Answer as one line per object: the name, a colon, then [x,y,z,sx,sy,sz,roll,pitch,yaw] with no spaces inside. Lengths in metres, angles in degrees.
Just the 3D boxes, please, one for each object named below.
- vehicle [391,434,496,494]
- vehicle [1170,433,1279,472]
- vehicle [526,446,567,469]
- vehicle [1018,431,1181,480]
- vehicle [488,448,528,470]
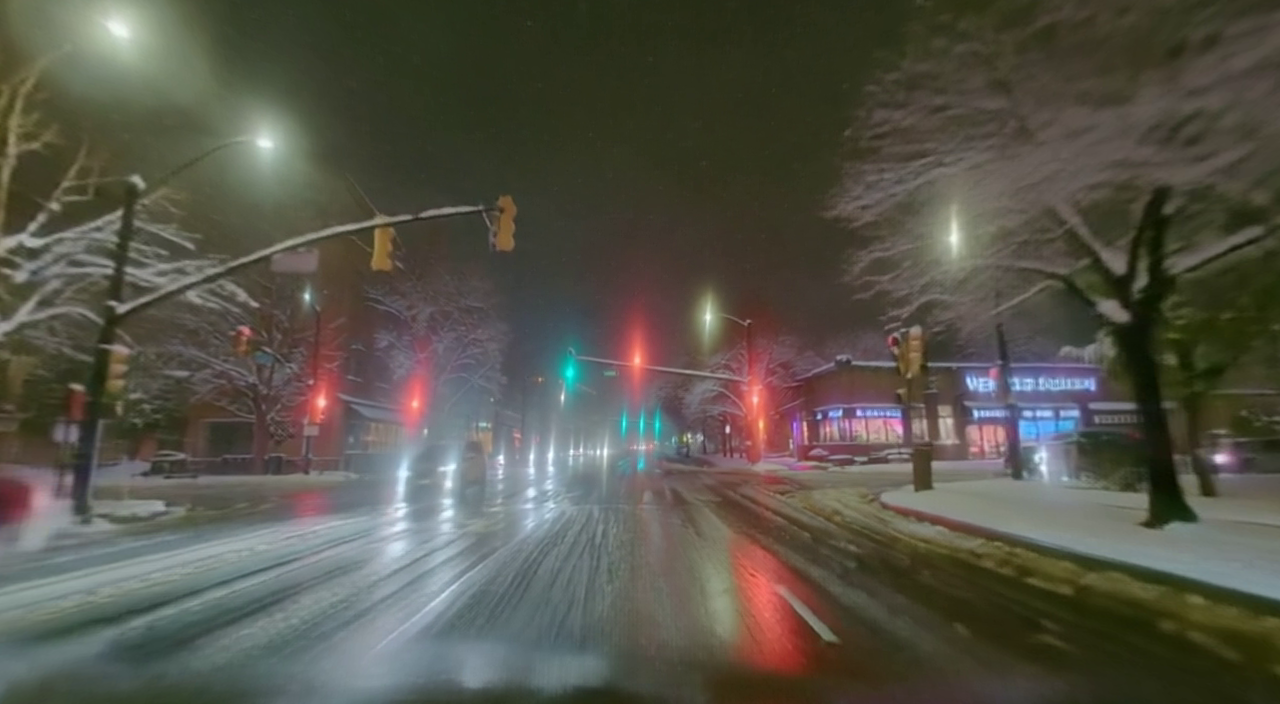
vehicle: [-6.292,3.626,20.784,2.041,1.756,4.392,0,-8,0]
vehicle: [24.873,4.098,25.795,4.503,1.472,2.032,0,-9,-1]
vehicle: [-6.199,7.005,42.076,2.007,1.478,4.328,0,-8,1]
vehicle: [16.573,3.758,22.922,4.299,1.679,2.011,0,-9,0]
vehicle: [-9.783,7.959,46.905,1.919,1.518,4.360,0,-8,2]
